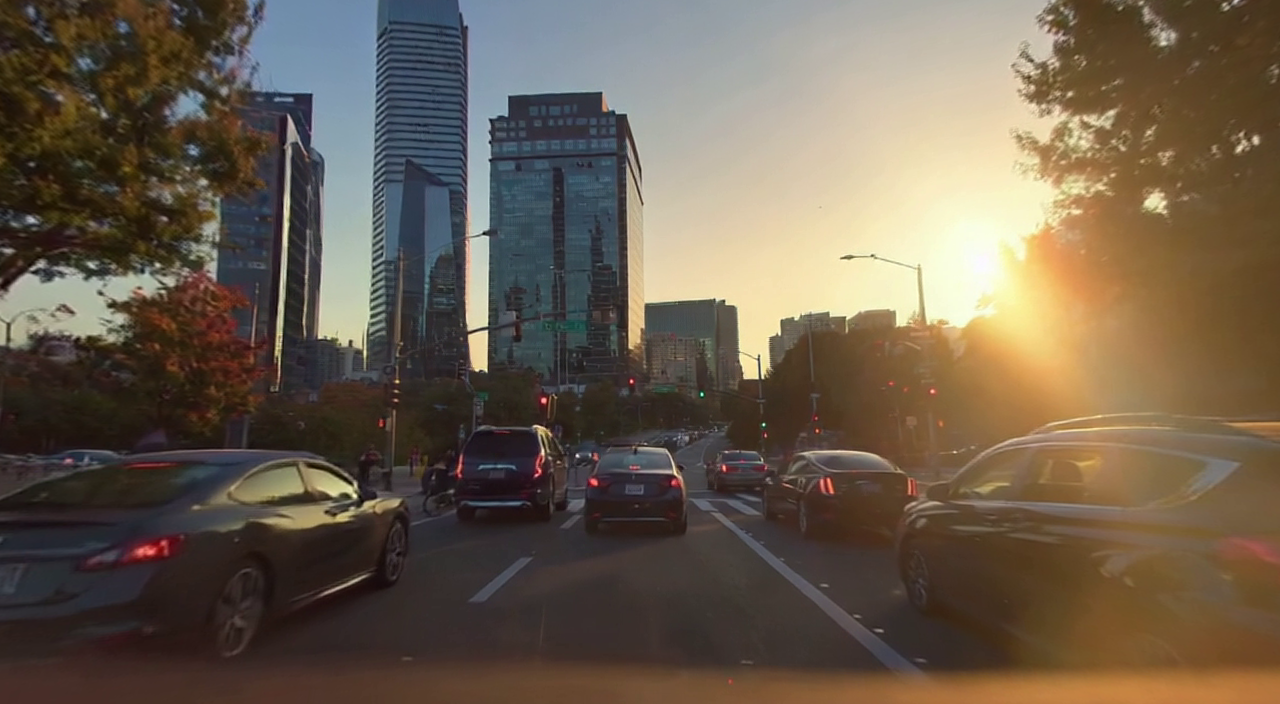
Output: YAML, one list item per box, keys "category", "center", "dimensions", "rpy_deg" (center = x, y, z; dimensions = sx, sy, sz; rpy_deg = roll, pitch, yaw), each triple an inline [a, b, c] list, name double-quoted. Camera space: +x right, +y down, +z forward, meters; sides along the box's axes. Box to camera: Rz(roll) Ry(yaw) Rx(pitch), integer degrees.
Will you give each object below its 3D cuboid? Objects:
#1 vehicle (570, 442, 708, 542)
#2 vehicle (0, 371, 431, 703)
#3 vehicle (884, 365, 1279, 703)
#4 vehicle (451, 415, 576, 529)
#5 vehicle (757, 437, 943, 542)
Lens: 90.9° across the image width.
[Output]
- category: "vehicle"
  center: [0.009, 2.348, 11.259]
  dimensions: [2.031, 1.461, 3.763]
  rpy_deg: [0, -8, 1]
- category: "vehicle"
  center: [-3.417, 1.273, 5.115]
  dimensions: [2.046, 1.744, 4.407]
  rpy_deg: [0, -8, -2]
- category: "vehicle"
  center: [3.344, 1.079, 3.659]
  dimensions: [2.179, 1.631, 4.173]
  rpy_deg: [0, -8, 0]
- category: "vehicle"
  center: [-2.501, 2.449, 13.386]
  dimensions: [1.683, 2.039, 3.703]
  rpy_deg: [0, -8, 3]
- category: "vehicle"
  center: [3.569, 2.393, 11.756]
  dimensions: [1.973, 1.537, 4.533]
  rpy_deg: [0, -8, 1]
